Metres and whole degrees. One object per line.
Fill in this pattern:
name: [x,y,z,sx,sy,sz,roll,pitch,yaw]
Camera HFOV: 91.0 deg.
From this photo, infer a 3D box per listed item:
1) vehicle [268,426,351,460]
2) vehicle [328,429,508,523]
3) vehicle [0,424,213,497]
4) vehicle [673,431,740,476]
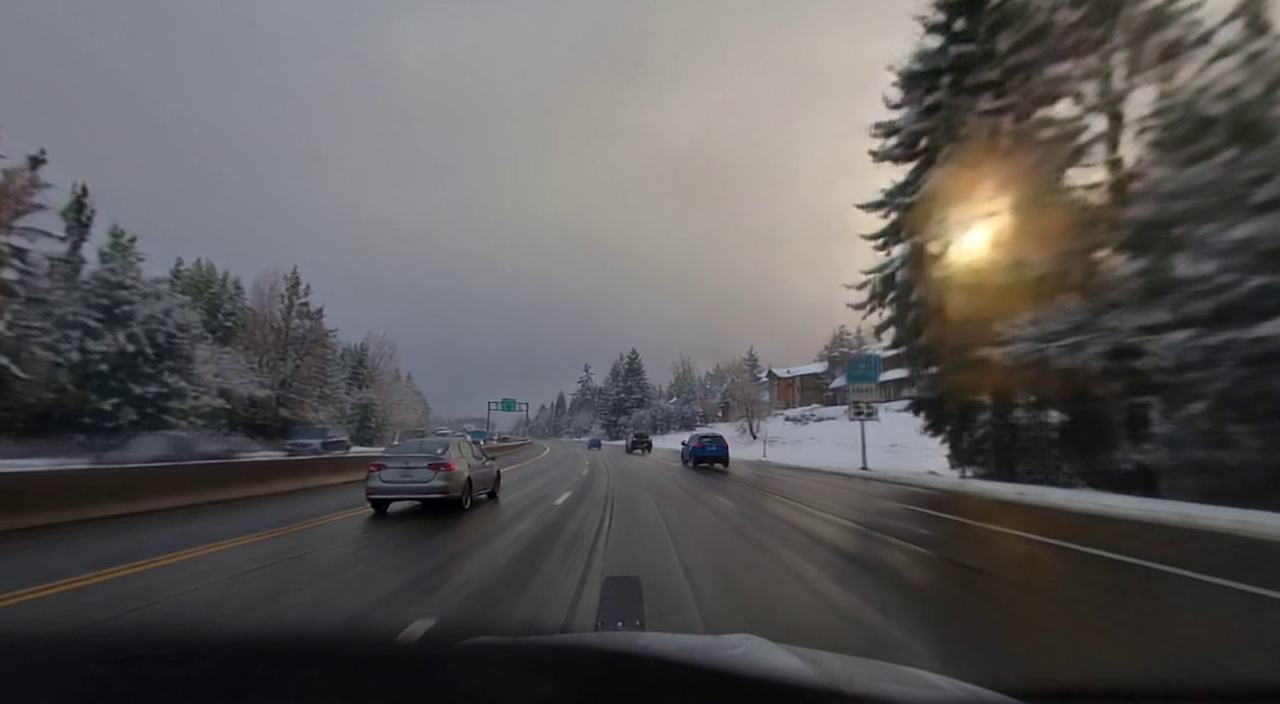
vehicle: [-16.855,4.698,32.413,2.099,1.640,4.305,0,-9,-3]
vehicle: [-4.108,2.373,12.599,2.036,1.528,4.400,0,-9,-1]
vehicle: [-12.465,2.531,14.946,1.912,1.473,3.910,0,-9,-1]
vehicle: [2.601,4.139,25.778,2.092,1.686,4.188,0,-9,-2]
